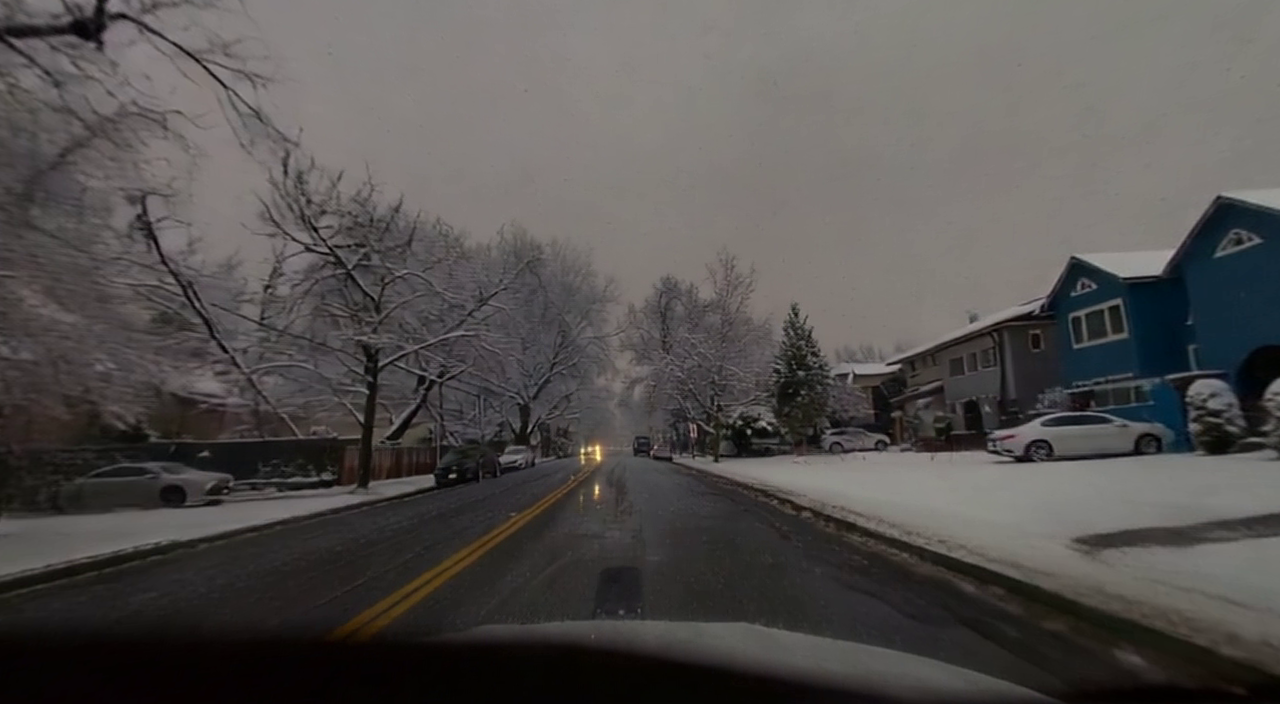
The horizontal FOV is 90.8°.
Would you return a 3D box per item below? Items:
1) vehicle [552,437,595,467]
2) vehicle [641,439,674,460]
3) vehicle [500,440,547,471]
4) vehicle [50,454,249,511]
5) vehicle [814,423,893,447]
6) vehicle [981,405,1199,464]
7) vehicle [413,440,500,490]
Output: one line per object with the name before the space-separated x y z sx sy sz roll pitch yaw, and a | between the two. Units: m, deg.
vehicle | -3.961 6.076 38.380 2.106 1.688 4.392 0 -9 0
vehicle | 1.275 7.237 46.814 1.996 1.516 4.122 1 -9 -5
vehicle | -6.918 6.172 37.904 2.033 1.721 4.328 0 -9 -1
vehicle | -14.003 3.690 18.138 4.487 1.464 1.889 -2 -9 11
vehicle | 12.979 5.114 38.678 4.370 1.433 1.889 -2 -9 12
vehicle | 12.266 2.336 17.571 4.389 1.480 2.038 -2 -9 9
vehicle | -6.688 4.151 23.537 2.031 1.662 4.194 0 -9 -1
